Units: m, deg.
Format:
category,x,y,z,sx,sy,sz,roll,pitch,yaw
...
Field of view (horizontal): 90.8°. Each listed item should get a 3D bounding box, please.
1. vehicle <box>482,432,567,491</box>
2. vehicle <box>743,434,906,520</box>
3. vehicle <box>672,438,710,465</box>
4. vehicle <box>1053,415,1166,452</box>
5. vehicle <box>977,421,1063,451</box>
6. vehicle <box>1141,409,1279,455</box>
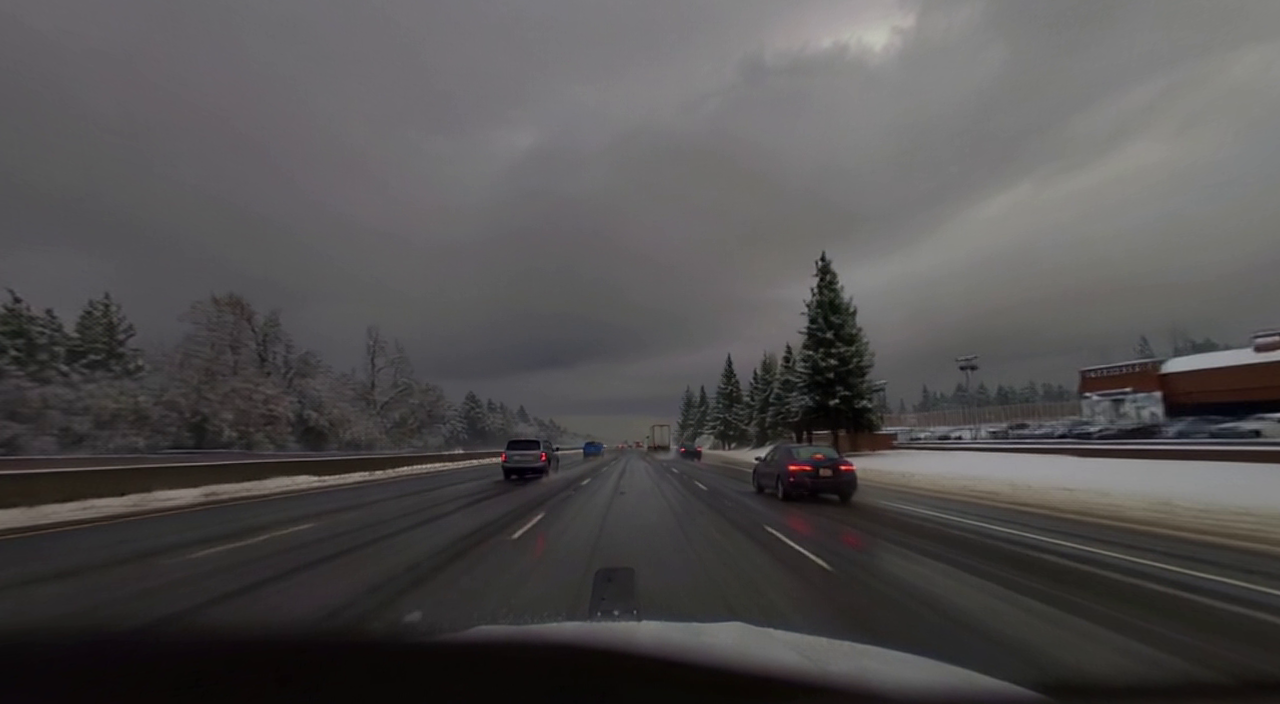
category,x,y,z,sx,sy,sz,roll,pitch,yaw
vehicle,-3.758,3.657,21.400,1.987,1.765,4.508,0,-8,0
vehicle,3.667,2.573,13.599,1.957,1.510,4.643,0,-8,-2
vehicle,3.597,7.130,45.352,2.198,1.807,4.530,0,-9,-2
vehicle,27.640,4.940,37.572,2.088,1.999,5.981,-1,-9,0
vehicle,27.394,6.165,45.904,2.176,1.975,6.444,-1,-9,-1
vehicle,27.689,3.922,30.387,2.212,1.977,5.953,-1,-9,-1
